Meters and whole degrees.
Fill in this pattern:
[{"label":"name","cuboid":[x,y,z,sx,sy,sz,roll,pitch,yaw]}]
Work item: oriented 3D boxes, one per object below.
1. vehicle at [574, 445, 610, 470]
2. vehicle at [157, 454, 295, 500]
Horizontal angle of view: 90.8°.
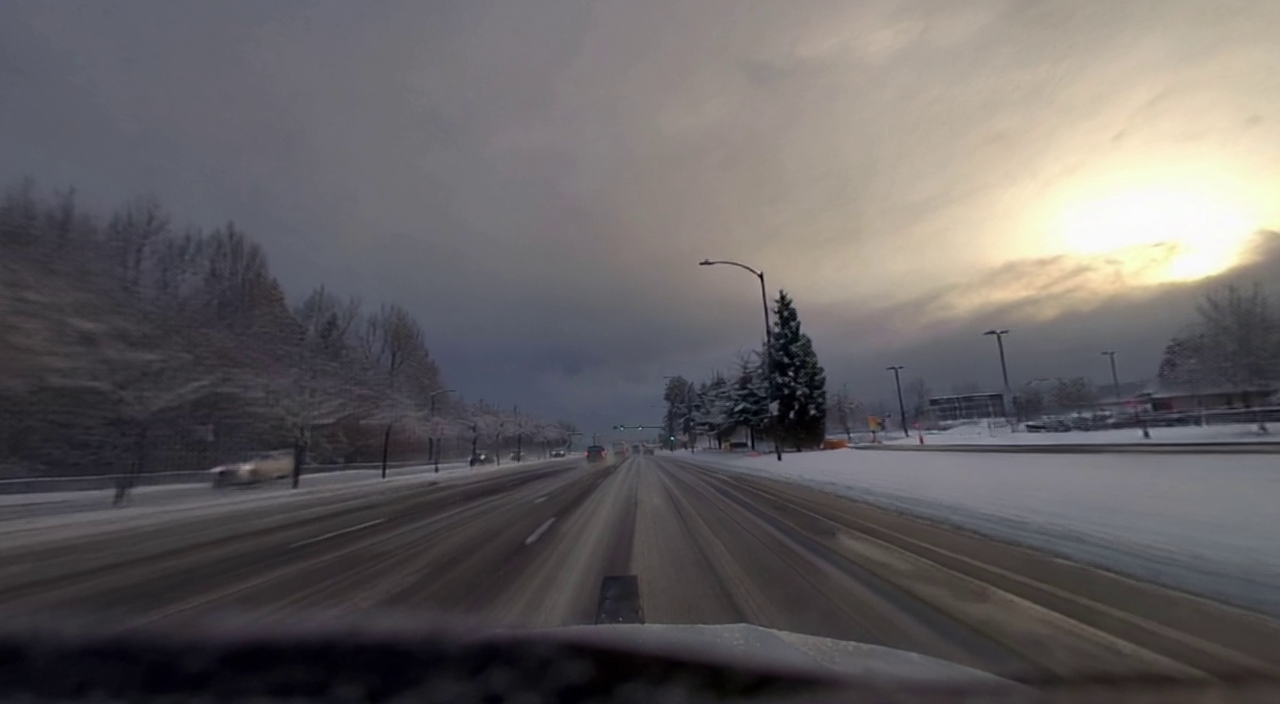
[{"label":"vehicle","cuboid":[-3.327,7.356,44.434,2.121,1.654,3.993,0,-8,1]},{"label":"vehicle","cuboid":[-15.252,4.598,23.675,1.882,1.472,4.796,0,-8,1]}]
